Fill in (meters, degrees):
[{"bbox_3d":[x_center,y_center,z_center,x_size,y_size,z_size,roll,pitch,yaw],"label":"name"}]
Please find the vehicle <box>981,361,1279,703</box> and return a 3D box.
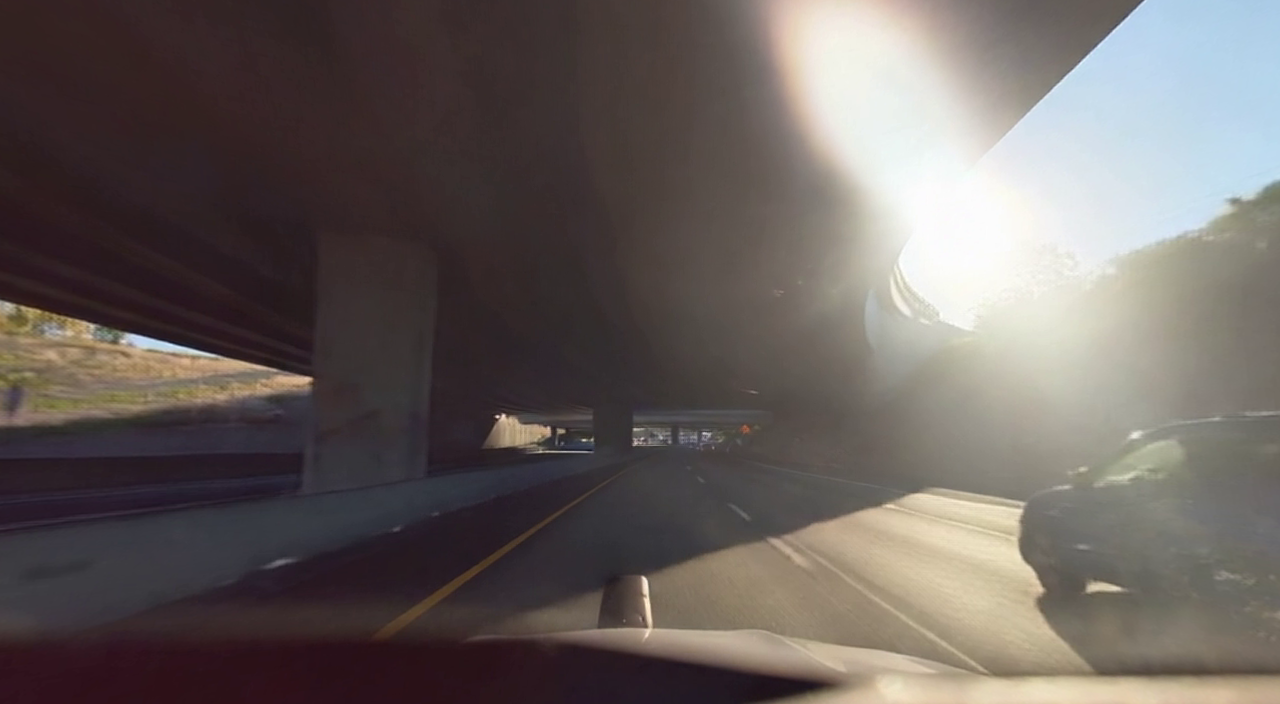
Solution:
[{"bbox_3d":[4.152,0.980,3.448,2.143,1.730,4.303,0,-9,0],"label":"vehicle"}]
